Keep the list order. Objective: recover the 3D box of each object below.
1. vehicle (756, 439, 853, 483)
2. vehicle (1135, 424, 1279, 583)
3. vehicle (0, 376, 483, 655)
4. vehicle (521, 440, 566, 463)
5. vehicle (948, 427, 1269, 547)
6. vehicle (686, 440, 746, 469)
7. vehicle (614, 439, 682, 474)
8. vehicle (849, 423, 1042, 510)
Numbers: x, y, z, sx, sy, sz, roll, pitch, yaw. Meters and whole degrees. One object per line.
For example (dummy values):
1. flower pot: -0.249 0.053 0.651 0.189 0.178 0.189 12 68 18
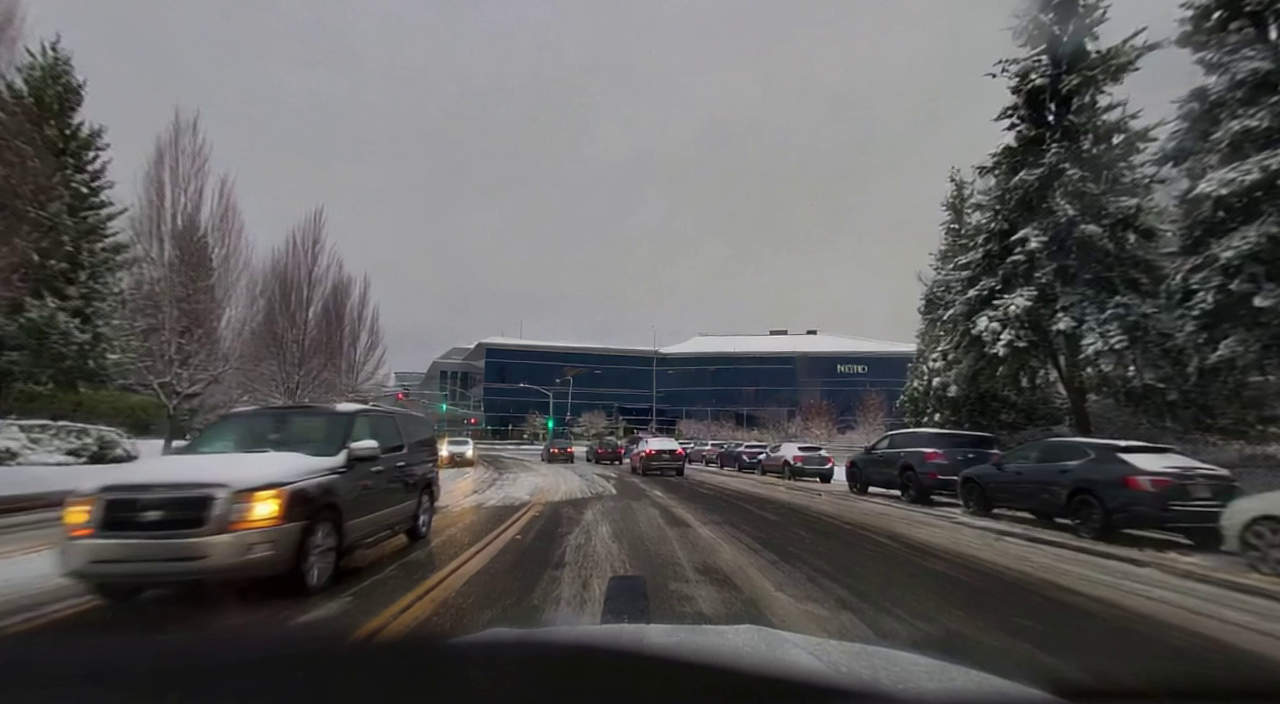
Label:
1. vehicle: 6.099 4.087 24.027 1.890 1.488 4.567 1 -9 -9
2. vehicle: 7.378 1.394 5.746 2.027 1.552 4.423 -1 -10 -1
3. vehicle: -3.375 1.430 6.712 2.301 1.793 5.082 0 -9 -3
4. vehicle: -6.773 6.901 43.840 2.308 1.535 4.811 3 -9 -18
5. vehicle: 7.345 2.207 10.671 1.972 1.429 4.487 5 -10 -1
6. vehicle: 4.091 5.627 34.732 1.820 1.450 4.408 2 -9 -13
7. vehicle: 0.280 4.860 29.519 2.280 1.472 4.426 2 -9 -11
8. vehicle: 7.036 2.680 15.202 2.070 1.758 4.392 1 -9 -7
